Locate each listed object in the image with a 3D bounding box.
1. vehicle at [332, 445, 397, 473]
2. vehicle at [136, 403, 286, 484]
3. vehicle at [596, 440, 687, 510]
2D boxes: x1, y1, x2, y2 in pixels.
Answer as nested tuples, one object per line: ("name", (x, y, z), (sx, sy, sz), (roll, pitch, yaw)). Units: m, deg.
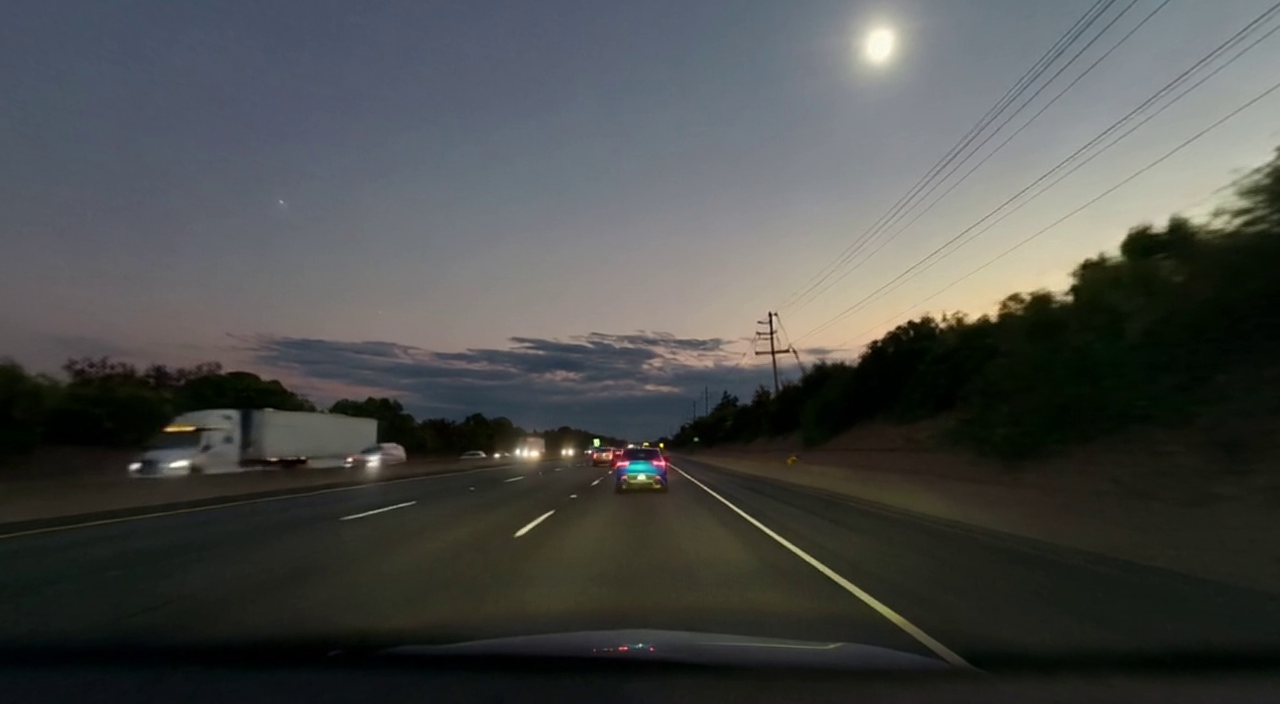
("vehicle", (-16.181, 6.294, 37.270), (1.880, 1.550, 4.116), (0, -9, 2))
("vehicle", (-21.347, 4.652, 31.896), (3.035, 3.676, 6.029), (0, -9, 2))
("vehicle", (0.002, 2.978, 15.750), (1.966, 1.499, 4.298), (0, -9, -1))
